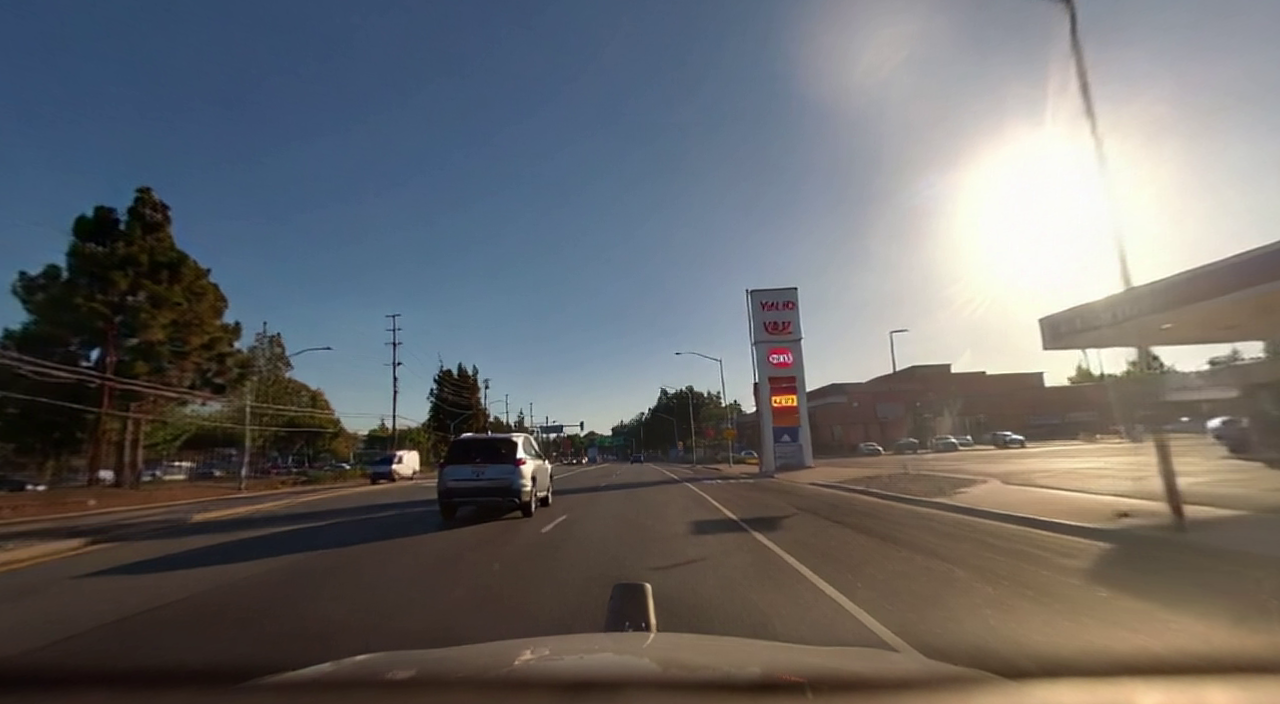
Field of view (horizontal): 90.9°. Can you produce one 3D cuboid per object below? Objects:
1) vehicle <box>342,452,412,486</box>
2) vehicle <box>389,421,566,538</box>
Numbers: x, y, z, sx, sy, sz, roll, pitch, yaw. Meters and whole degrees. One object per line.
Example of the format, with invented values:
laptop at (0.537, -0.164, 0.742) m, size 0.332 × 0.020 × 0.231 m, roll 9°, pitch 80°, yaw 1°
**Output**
vehicle at (-18.443, 8.198, 44.564) m, size 2.426 × 2.160 × 5.660 m, roll 0°, pitch -8°, yaw 1°
vehicle at (-2.877, 2.391, 12.499) m, size 2.190 × 1.844 × 4.751 m, roll 0°, pitch -8°, yaw 1°
